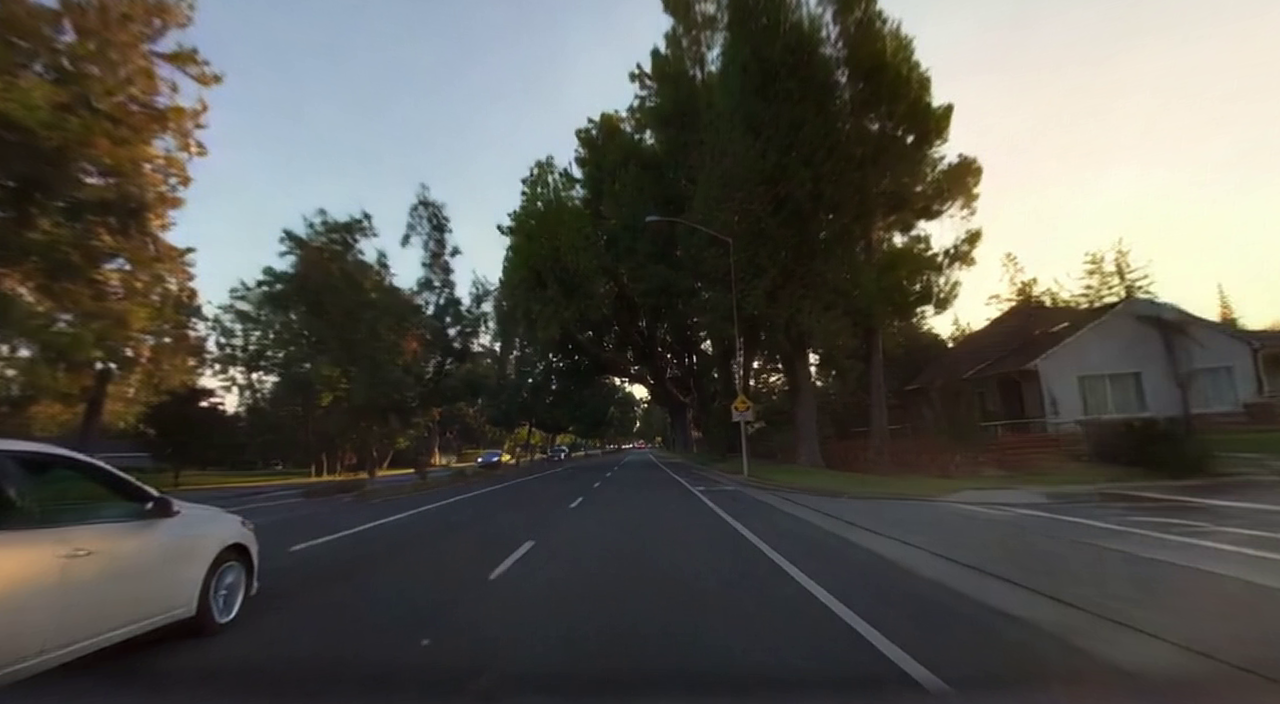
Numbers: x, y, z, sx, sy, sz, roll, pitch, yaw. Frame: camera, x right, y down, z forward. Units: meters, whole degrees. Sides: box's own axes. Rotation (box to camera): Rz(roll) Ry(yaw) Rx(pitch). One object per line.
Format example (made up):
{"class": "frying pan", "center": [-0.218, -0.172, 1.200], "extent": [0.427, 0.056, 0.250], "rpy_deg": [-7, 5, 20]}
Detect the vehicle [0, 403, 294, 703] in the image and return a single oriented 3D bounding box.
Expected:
{"class": "vehicle", "center": [-3.314, 0.845, 1.675], "extent": [2.020, 1.478, 4.890], "rpy_deg": [0, -8, 0]}
